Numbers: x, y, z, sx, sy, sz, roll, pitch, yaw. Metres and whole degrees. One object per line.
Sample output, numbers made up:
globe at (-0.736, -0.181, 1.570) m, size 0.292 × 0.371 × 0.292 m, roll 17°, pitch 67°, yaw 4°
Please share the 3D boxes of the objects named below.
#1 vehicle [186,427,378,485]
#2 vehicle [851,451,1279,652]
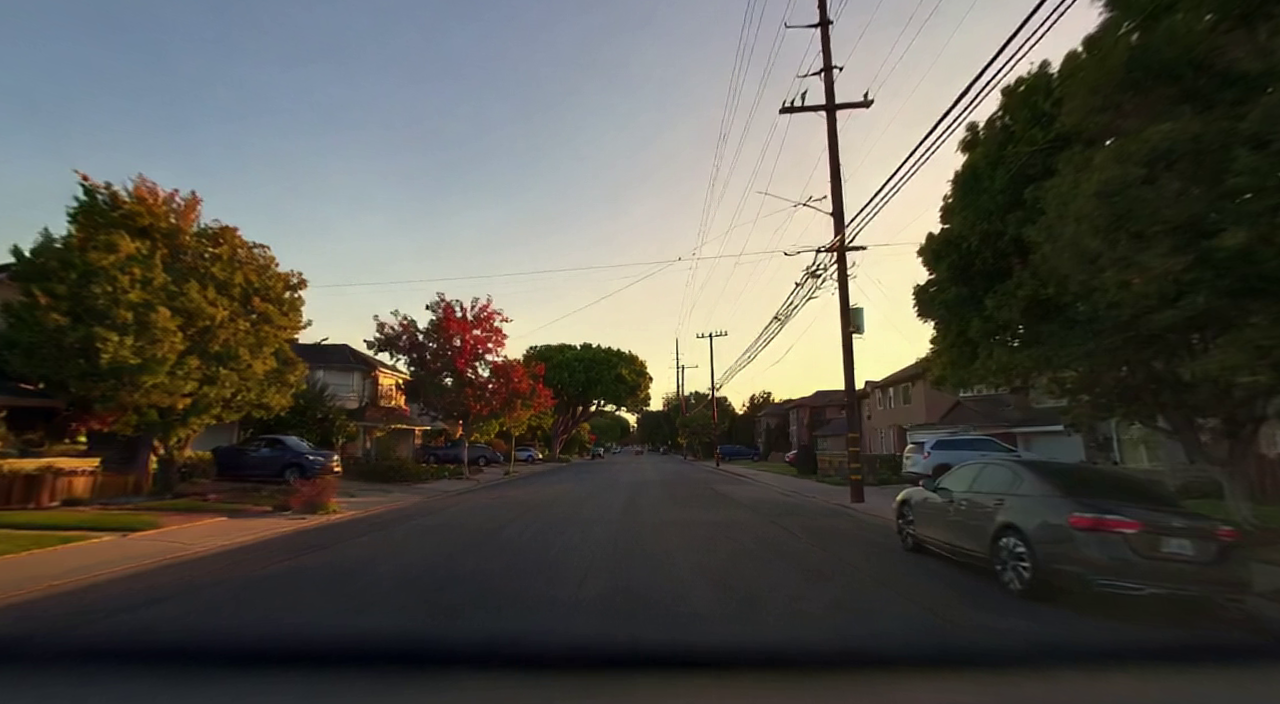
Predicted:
vehicle at (-12.334, 3.624, 22.142) m, size 5.186 × 1.842 × 2.465 m, roll 0°, pitch -9°, yaw -1°
vehicle at (4.215, 1.827, 6.943) m, size 2.055 × 1.402 × 4.559 m, roll 1°, pitch -9°, yaw -2°
